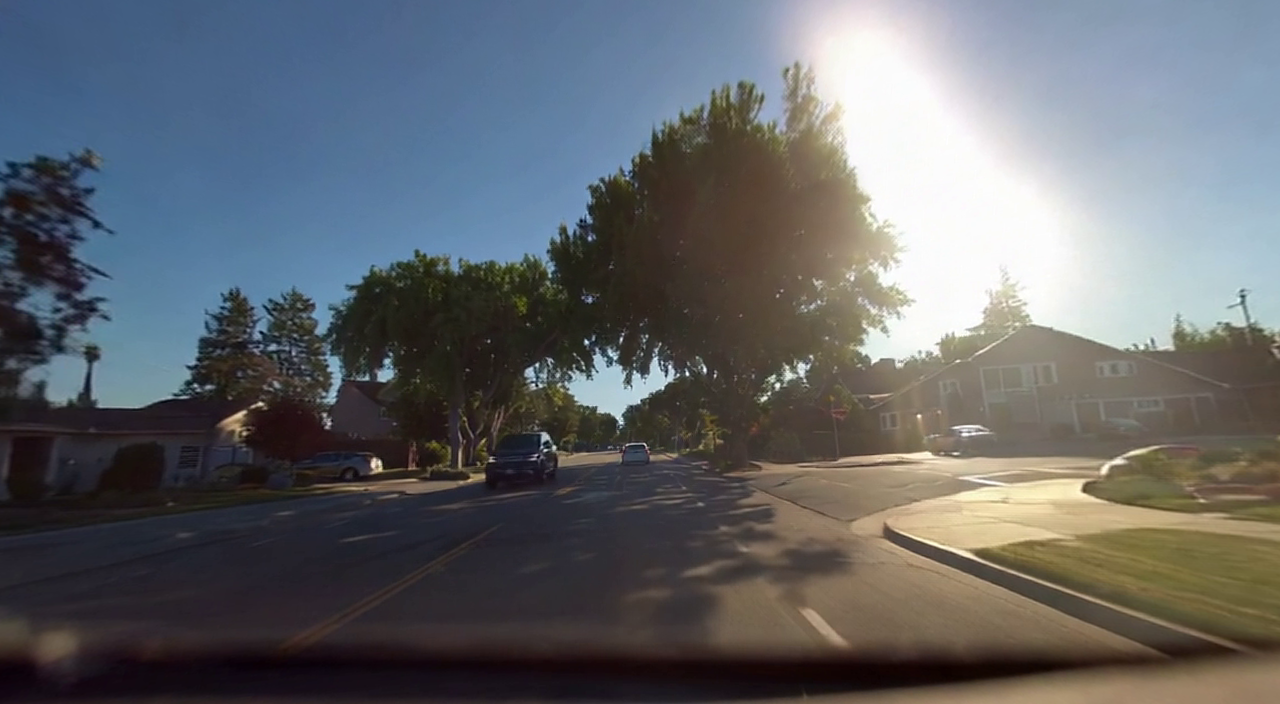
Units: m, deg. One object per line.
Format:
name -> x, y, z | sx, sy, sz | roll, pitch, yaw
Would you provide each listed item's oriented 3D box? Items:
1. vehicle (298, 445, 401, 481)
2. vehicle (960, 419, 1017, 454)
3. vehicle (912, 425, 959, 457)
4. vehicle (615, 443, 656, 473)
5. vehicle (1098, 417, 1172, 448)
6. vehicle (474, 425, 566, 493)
vehicle -> -14.972, 5.715, 32.717 | 4.223, 1.753, 2.134 | -1, -9, 6
vehicle -> 19.540, 4.716, 35.597 | 2.114, 1.677, 4.707 | -4, -6, 22
vehicle -> 16.936, 5.077, 36.405 | 1.979, 1.434, 4.607 | -7, -7, 21
vehicle -> -0.248, 5.798, 34.752 | 2.098, 1.483, 4.099 | 0, -9, 0
vehicle -> 25.370, 4.107, 32.528 | 1.603, 1.430, 3.662 | -3, -5, 15
vehicle -> -4.432, 4.064, 24.296 | 2.451, 2.182, 5.485 | -3, -9, 0
